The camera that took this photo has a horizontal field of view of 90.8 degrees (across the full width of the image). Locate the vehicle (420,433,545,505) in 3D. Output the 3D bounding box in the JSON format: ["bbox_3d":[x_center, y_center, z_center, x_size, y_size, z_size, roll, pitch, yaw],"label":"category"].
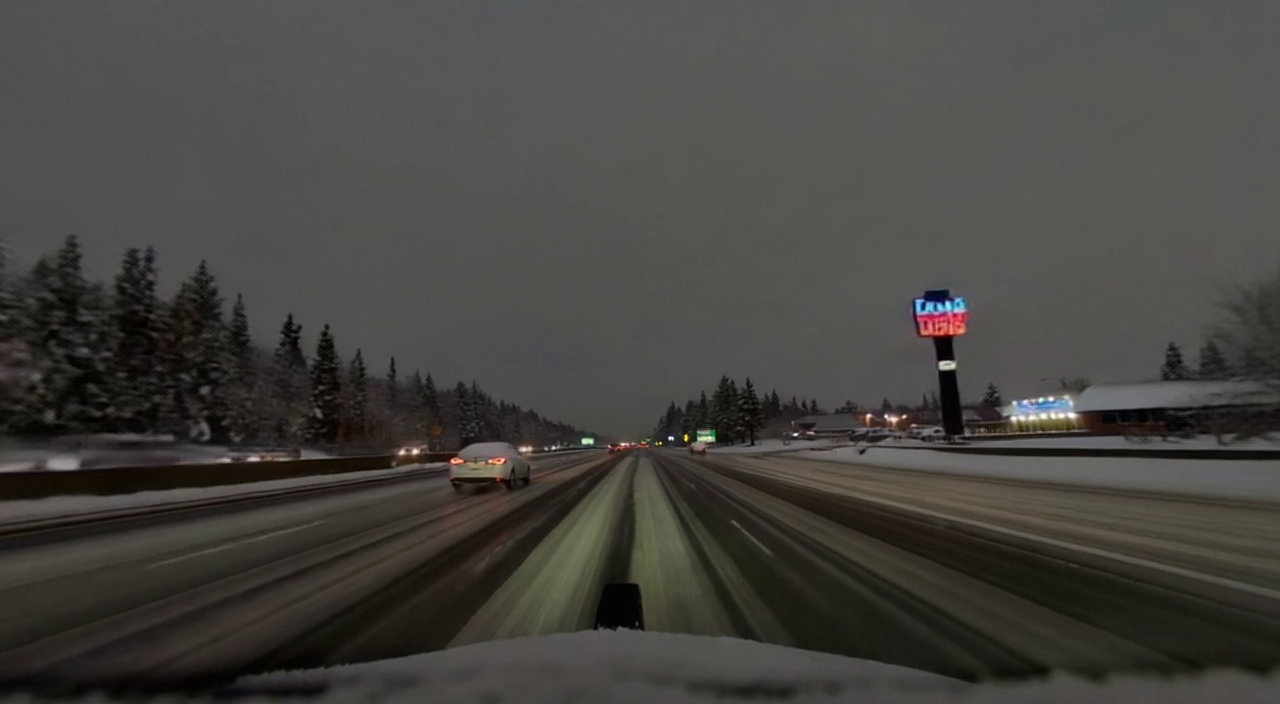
[{"bbox_3d":[-3.670,2.786,15.561,1.939,1.508,4.272,0,-8,0],"label":"vehicle"}]
